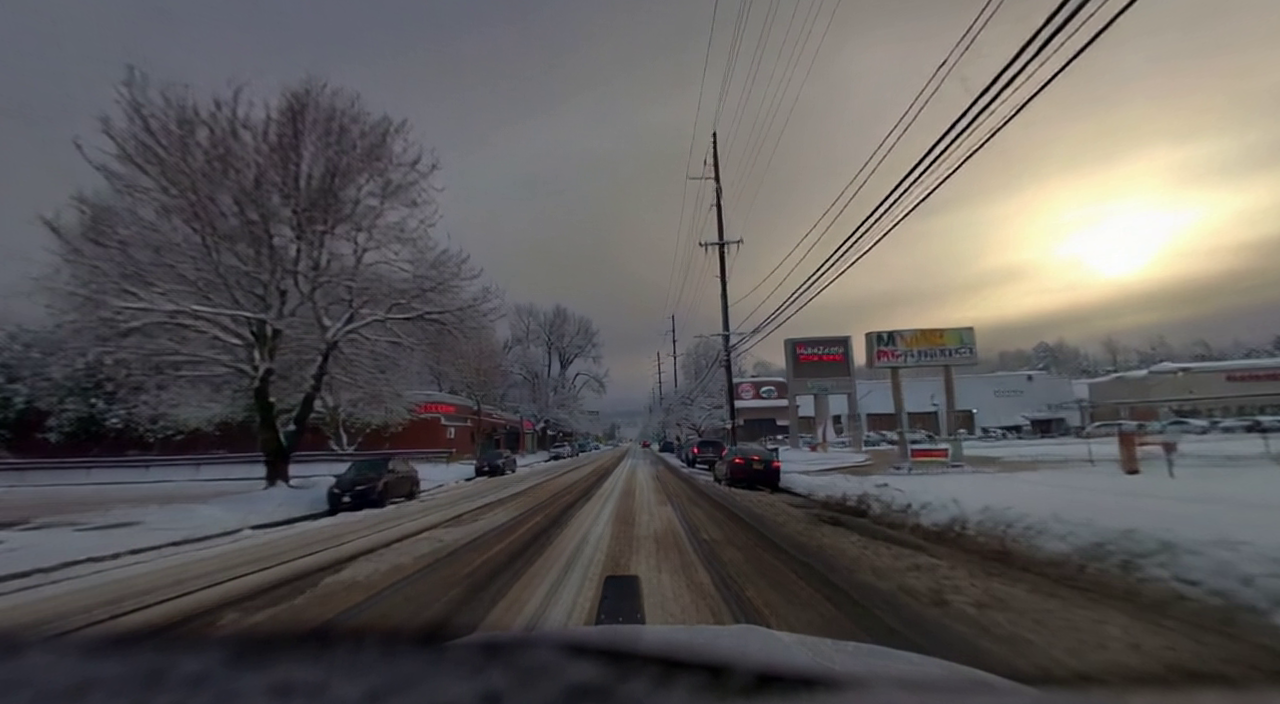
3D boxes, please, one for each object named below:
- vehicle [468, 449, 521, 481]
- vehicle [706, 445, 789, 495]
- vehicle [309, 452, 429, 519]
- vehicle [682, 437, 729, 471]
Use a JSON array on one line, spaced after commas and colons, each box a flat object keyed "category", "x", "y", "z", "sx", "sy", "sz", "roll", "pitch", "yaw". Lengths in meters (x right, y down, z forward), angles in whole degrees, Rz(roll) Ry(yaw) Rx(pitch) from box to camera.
[{"category": "vehicle", "x": -7.936, "y": 6.160, "z": 34.754, "sx": 1.872, "sy": 1.455, "sz": 4.350, "roll": -3, "pitch": -8, "yaw": -1}, {"category": "vehicle", "x": 3.573, "y": 3.981, "z": 21.865, "sx": 1.990, "sy": 1.521, "sz": 4.693, "roll": 0, "pitch": -8, "yaw": 0}, {"category": "vehicle", "x": -7.845, "y": 3.837, "z": 18.721, "sx": 1.787, "sy": 1.543, "sz": 4.052, "roll": -3, "pitch": -7, "yaw": 0}, {"category": "vehicle", "x": 3.855, "y": 6.106, "z": 38.020, "sx": 2.080, "sy": 1.893, "sz": 4.699, "roll": 0, "pitch": -8, "yaw": -3}]
